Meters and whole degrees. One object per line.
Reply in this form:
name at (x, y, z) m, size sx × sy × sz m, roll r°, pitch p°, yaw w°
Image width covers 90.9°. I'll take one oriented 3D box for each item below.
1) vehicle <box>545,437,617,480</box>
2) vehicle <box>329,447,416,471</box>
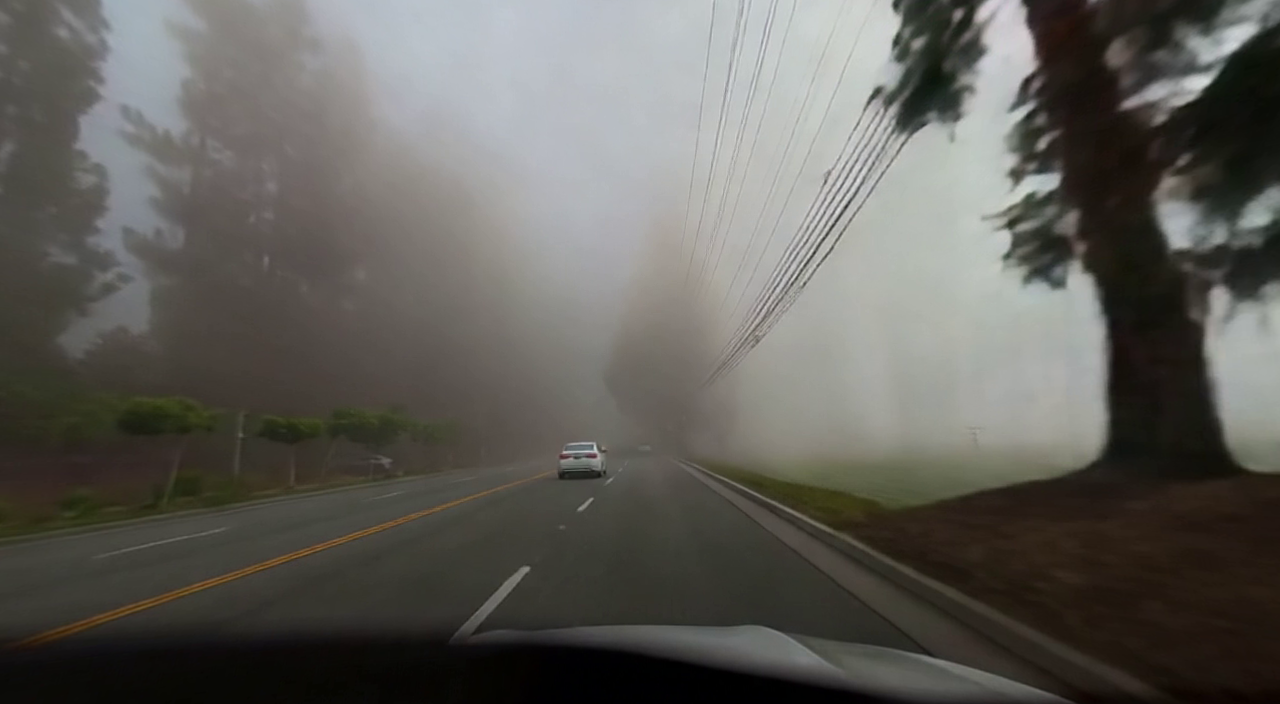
vehicle at (-2.141, 4.049, 24.286) m, size 2.153 × 1.461 × 4.374 m, roll -1°, pitch -8°, yaw 3°
vehicle at (-17.839, 7.140, 42.152) m, size 4.916 × 1.474 × 2.008 m, roll 0°, pitch -8°, yaw 1°
